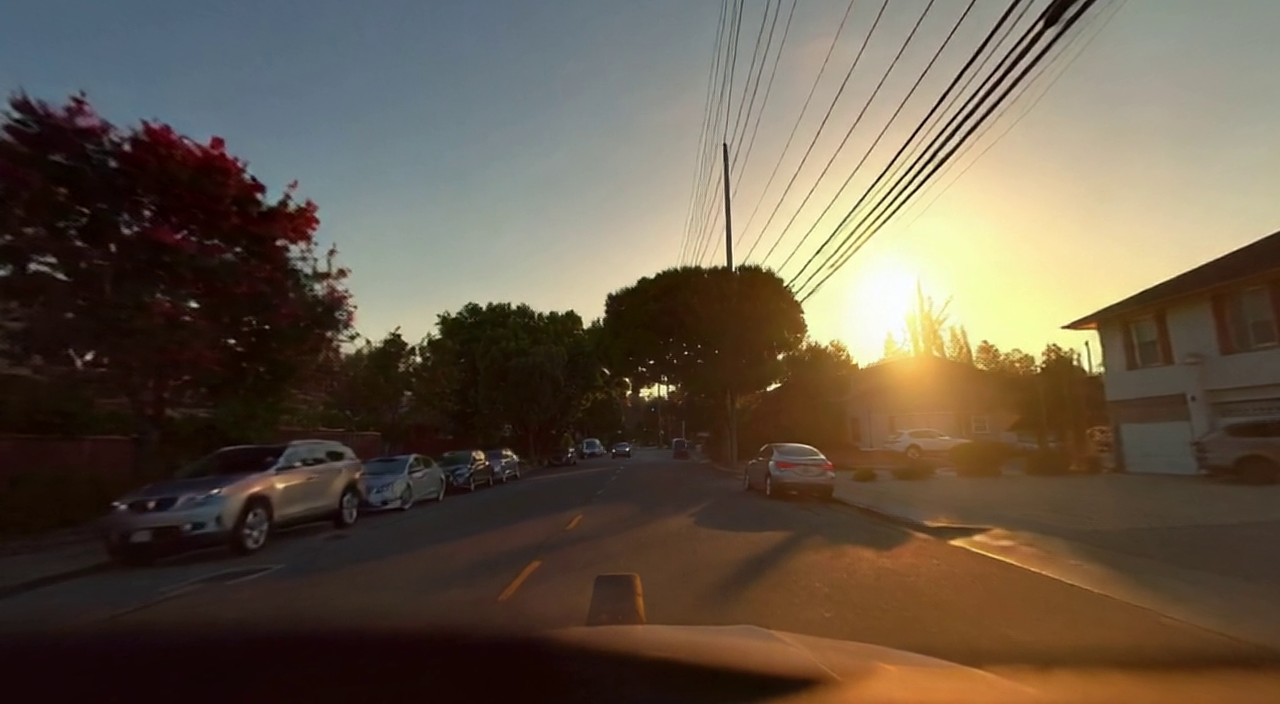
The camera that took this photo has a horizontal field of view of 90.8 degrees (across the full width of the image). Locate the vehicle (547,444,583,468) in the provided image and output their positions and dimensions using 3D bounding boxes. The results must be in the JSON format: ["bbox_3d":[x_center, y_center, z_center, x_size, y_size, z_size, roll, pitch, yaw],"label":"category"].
[{"bbox_3d":[-5.543,7.769,47.280,2.055,1.666,4.168,-2,-9,2],"label":"vehicle"}]

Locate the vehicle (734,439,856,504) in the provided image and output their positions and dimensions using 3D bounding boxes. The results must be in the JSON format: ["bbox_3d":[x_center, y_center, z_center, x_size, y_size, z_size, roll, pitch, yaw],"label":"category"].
[{"bbox_3d":[3.991,3.159,17.227,2.108,1.493,4.878,0,-9,0],"label":"vehicle"}]

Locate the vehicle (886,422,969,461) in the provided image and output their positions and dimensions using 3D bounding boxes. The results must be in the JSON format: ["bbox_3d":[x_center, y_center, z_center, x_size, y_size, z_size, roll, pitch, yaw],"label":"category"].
[{"bbox_3d":[13.764,4.373,30.611,2.039,1.712,4.766,-1,-9,4],"label":"vehicle"}]

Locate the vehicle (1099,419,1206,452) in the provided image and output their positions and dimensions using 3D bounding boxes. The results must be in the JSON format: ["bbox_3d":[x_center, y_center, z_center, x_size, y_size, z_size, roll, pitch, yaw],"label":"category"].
[{"bbox_3d":[24.614,4.077,30.604,1.796,1.471,4.679,-1,-9,8],"label":"vehicle"}]

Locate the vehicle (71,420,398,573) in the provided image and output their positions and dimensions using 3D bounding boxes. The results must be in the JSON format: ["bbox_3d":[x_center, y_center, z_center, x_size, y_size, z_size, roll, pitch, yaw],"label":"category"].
[{"bbox_3d":[-6.171,2.230,10.663,2.192,1.873,4.985,-2,-9,0],"label":"vehicle"}]
